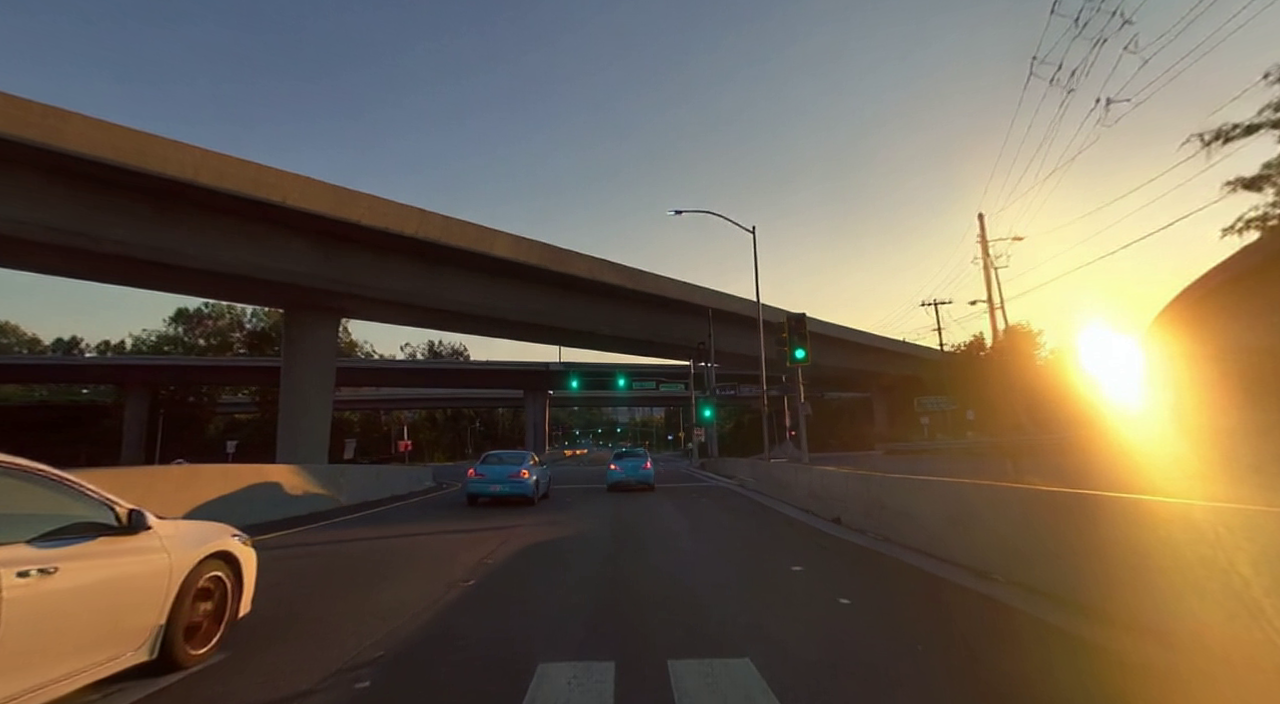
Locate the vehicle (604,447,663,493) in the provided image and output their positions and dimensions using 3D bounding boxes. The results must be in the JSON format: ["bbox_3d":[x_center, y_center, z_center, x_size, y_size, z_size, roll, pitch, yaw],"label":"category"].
[{"bbox_3d":[-0.238,4.339,23.652,1.985,1.565,3.968,0,-8,0],"label":"vehicle"}]

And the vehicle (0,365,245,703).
[{"bbox_3d":[-3.526,0.800,1.859,1.925,1.666,4.271,0,-8,0],"label":"vehicle"}]

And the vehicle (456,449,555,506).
[{"bbox_3d":[-3.750,3.557,18.377,1.946,1.437,4.154,0,-8,0],"label":"vehicle"}]
